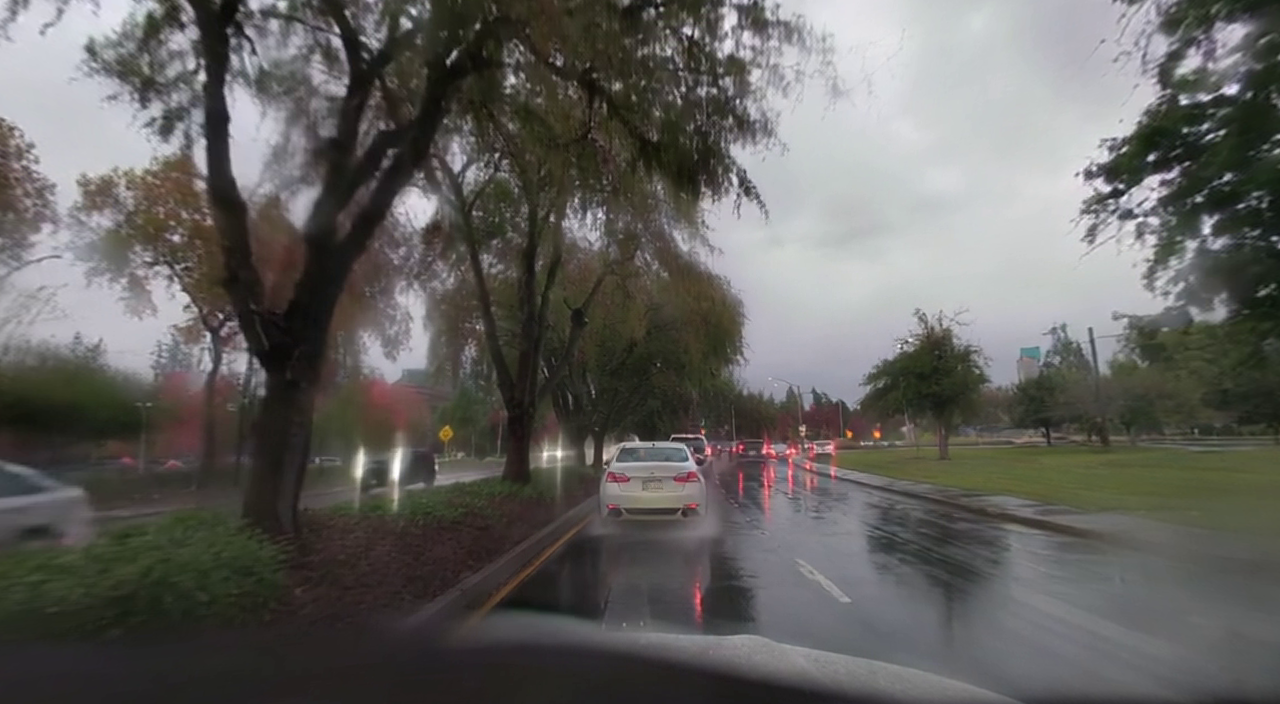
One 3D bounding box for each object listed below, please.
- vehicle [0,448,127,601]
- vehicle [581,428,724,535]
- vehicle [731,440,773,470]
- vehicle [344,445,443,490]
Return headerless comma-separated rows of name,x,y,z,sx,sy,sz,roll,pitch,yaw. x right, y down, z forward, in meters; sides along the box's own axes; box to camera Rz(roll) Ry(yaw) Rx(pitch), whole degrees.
vehicle,-7.259,1.589,5.395,1.929,1.463,4.405,-1,-8,2
vehicle,0.239,2.254,11.571,2.154,1.585,3.997,-1,-8,2
vehicle,6.049,5.585,34.514,1.984,1.507,4.359,-1,-8,6
vehicle,-10.365,4.870,26.992,2.068,1.688,4.665,-1,-8,4
